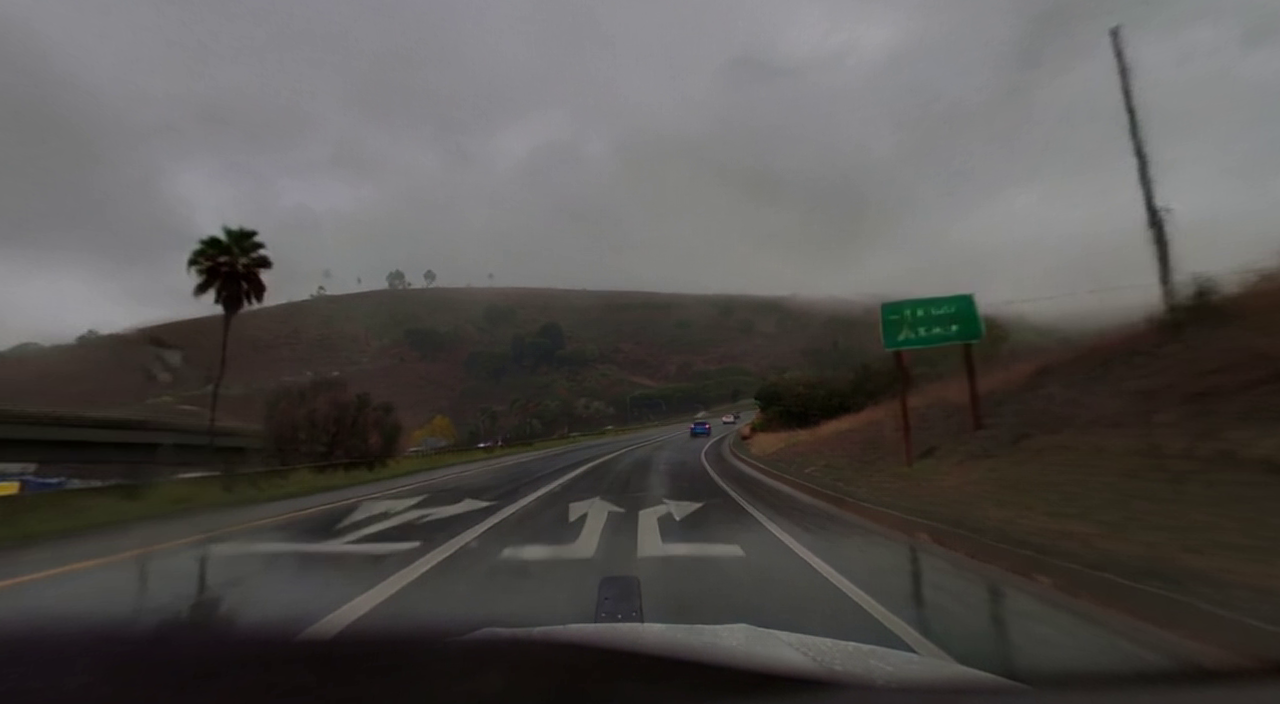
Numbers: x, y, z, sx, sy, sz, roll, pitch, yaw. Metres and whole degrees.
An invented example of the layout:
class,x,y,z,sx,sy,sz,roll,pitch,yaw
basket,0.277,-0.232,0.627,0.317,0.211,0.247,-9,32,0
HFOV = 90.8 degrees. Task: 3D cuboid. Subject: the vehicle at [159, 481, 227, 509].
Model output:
class,x,y,z,sx,sy,sz,roll,pitch,yaw
vehicle,-34.282,10.981,48.579,1.996,1.752,4.503,0,-9,-2
